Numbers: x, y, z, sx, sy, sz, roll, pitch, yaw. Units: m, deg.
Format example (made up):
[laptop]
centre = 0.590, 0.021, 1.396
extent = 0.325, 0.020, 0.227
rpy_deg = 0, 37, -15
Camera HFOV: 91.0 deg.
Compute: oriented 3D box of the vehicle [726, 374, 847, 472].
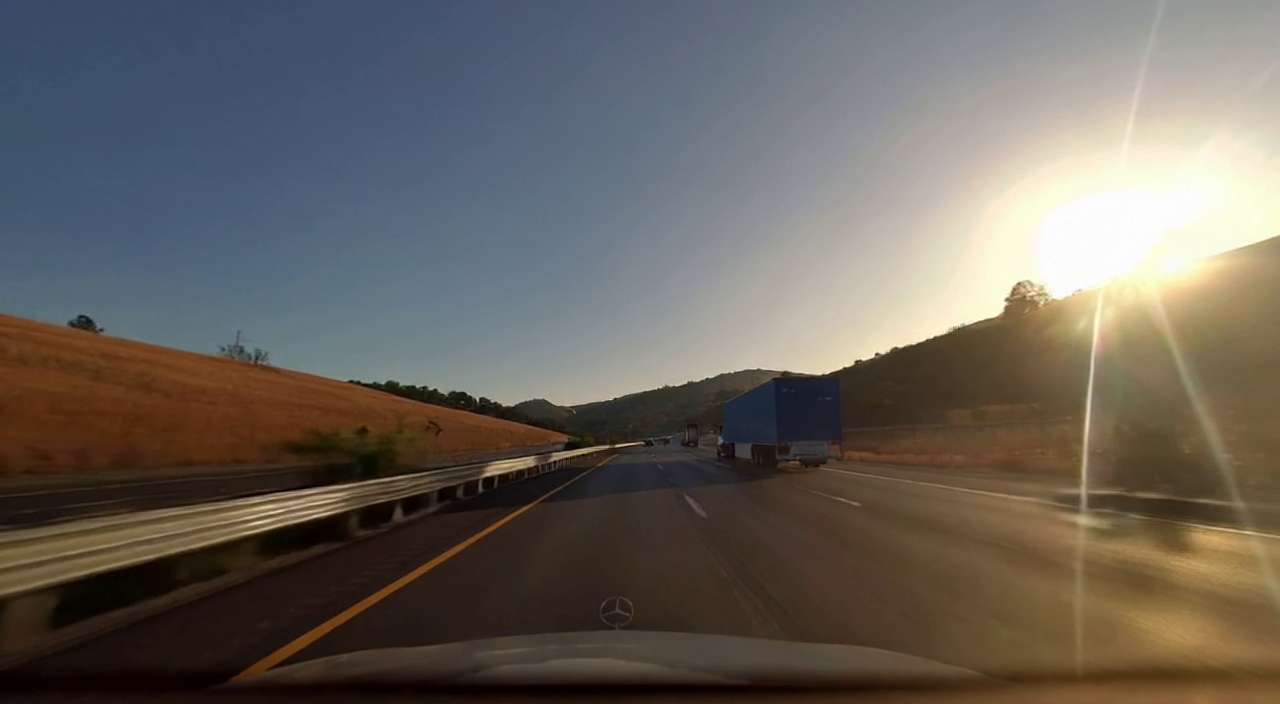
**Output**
[vehicle]
centre = 7.066, 3.948, 33.316
extent = 2.885, 4.075, 13.981
rpy_deg = 0, -8, -1
